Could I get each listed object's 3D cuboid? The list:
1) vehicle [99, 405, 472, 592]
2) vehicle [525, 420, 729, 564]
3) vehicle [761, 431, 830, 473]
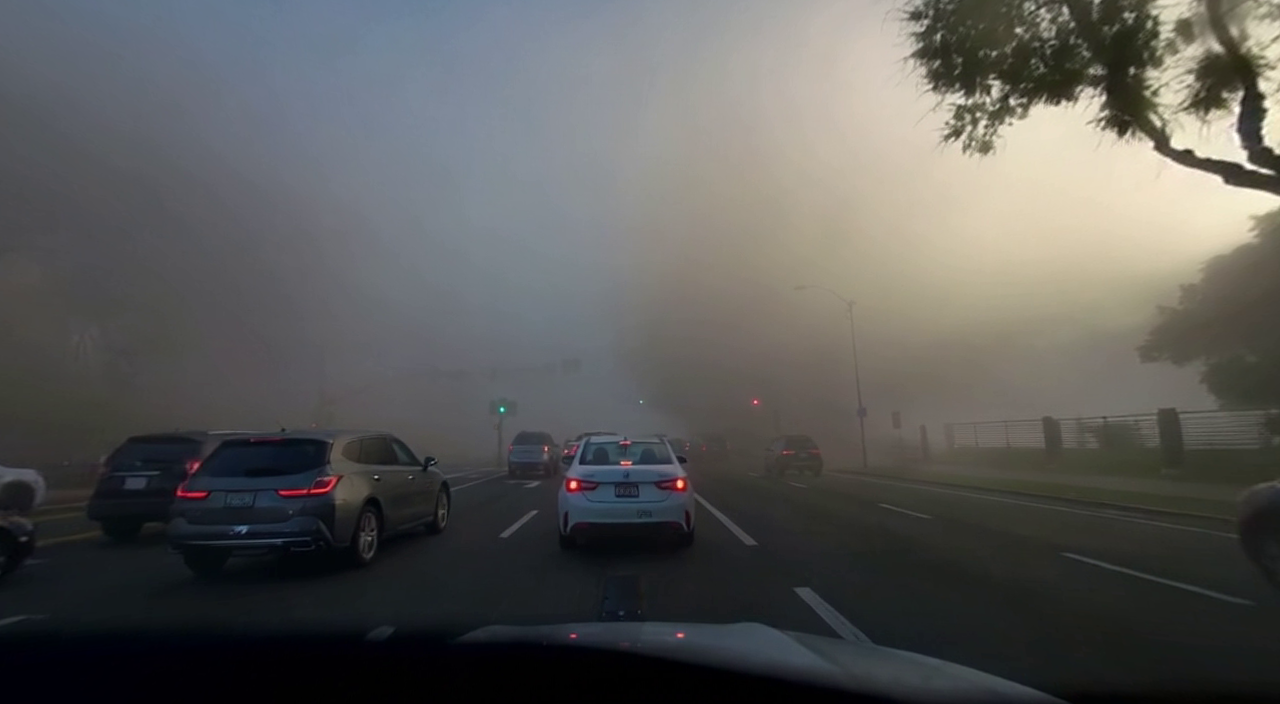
[{"bbox_3d":[-3.707,1.613,7.799,2.009,1.619,4.376,0,-8,1],"label":"vehicle"},{"bbox_3d":[-0.172,1.801,8.854,2.161,1.501,4.184,0,-8,-1],"label":"vehicle"},{"bbox_3d":[6.743,4.368,27.792,1.889,1.681,4.120,0,-9,-1],"label":"vehicle"}]
